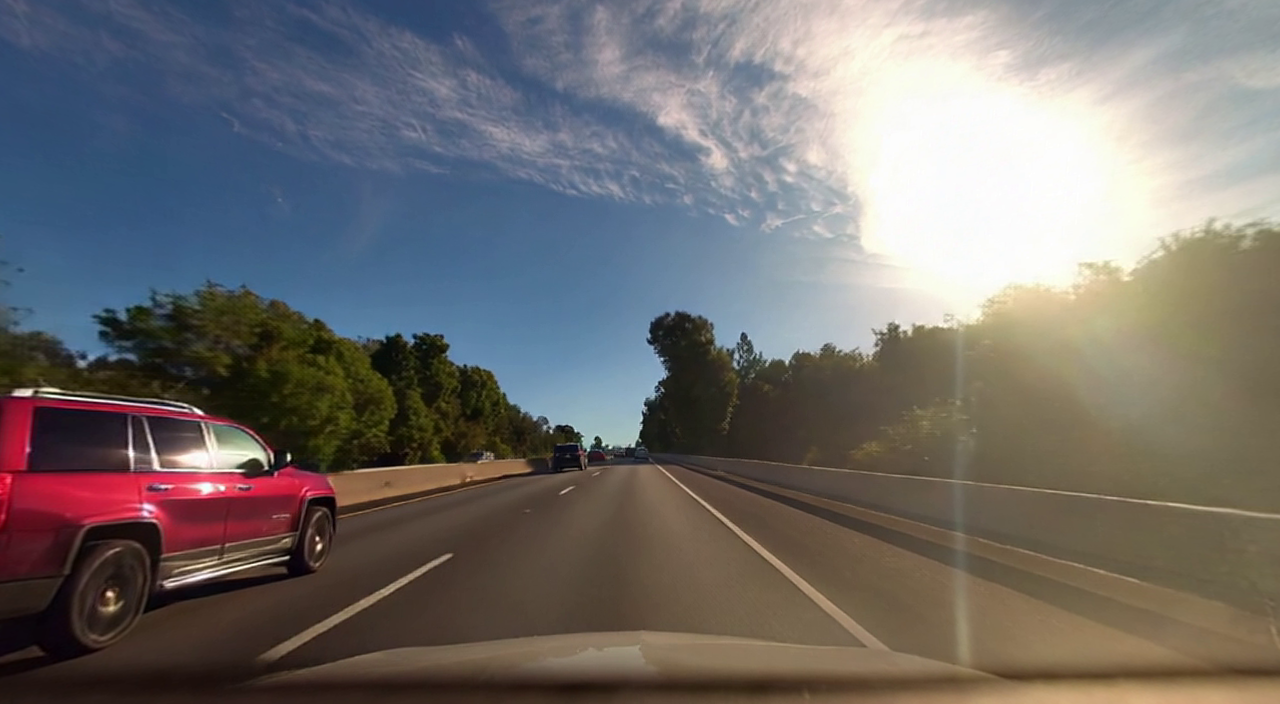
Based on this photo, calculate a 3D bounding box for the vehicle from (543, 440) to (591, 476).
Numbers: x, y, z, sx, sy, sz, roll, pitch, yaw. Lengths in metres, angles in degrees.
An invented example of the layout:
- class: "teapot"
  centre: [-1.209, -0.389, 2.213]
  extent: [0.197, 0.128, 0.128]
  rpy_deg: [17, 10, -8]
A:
- class: "vehicle"
  centre: [-3.918, 5.809, 34.603]
  extent: [2.056, 1.811, 4.202]
  rpy_deg: [-1, -9, 1]

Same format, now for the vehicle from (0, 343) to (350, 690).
- class: "vehicle"
  centre: [-4.655, 1.207, 5.325]
  extent: [2.102, 1.941, 4.703]
  rpy_deg: [0, -9, 1]

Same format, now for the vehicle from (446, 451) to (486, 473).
- class: "vehicle"
  centre: [-13.053, 8.291, 47.560]
  extent: [1.841, 1.517, 4.455]
  rpy_deg: [0, -9, -1]
